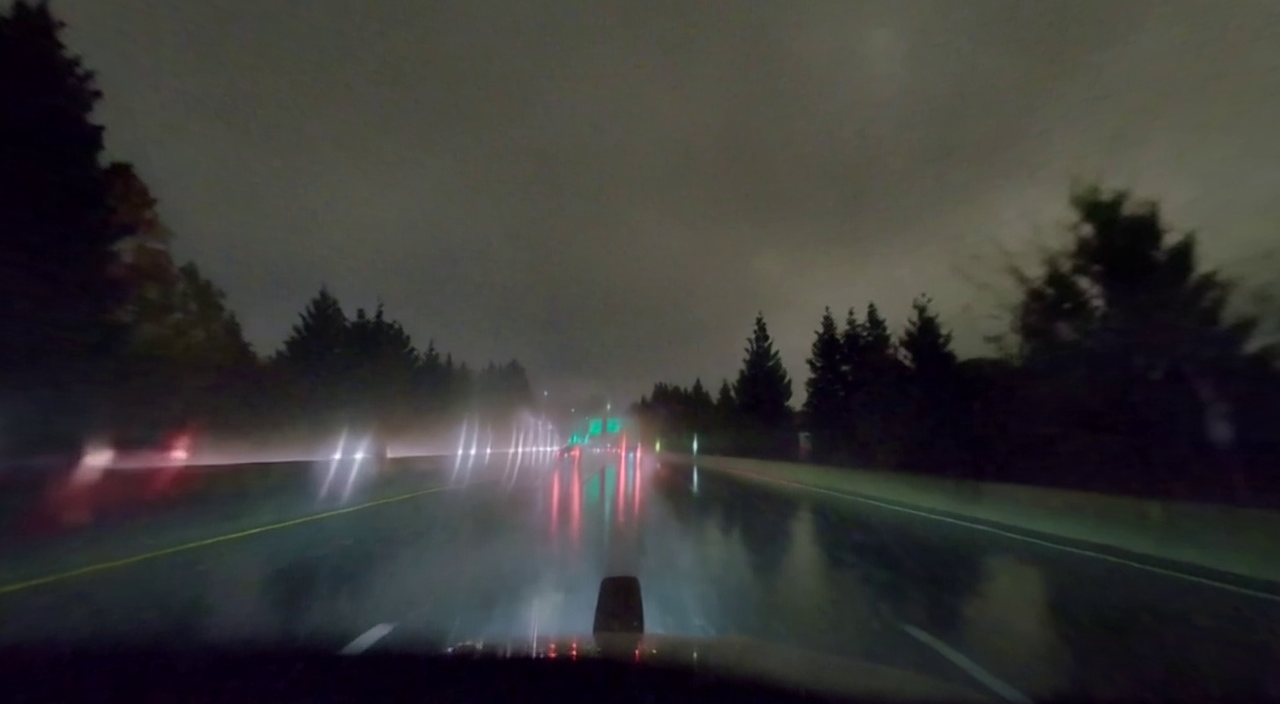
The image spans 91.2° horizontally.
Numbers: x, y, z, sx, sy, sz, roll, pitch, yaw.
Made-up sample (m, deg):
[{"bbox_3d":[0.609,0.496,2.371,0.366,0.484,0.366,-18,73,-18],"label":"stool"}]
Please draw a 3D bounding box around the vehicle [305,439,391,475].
[{"bbox_3d":[-13.294,4.807,28.853,1.888,1.491,4.426,0,-9,-1],"label":"vehicle"}]

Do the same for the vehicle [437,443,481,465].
[{"bbox_3d":[-13.446,7.608,46.788,1.935,1.542,4.672,0,-9,-1],"label":"vehicle"}]

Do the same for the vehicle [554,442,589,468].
[{"bbox_3d":[-4.736,7.217,43.967,2.098,1.692,4.038,0,-9,-2],"label":"vehicle"}]

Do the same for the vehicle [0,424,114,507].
[{"bbox_3d":[-12.940,2.174,12.039,2.169,1.511,4.002,0,-9,-1],"label":"vehicle"}]
